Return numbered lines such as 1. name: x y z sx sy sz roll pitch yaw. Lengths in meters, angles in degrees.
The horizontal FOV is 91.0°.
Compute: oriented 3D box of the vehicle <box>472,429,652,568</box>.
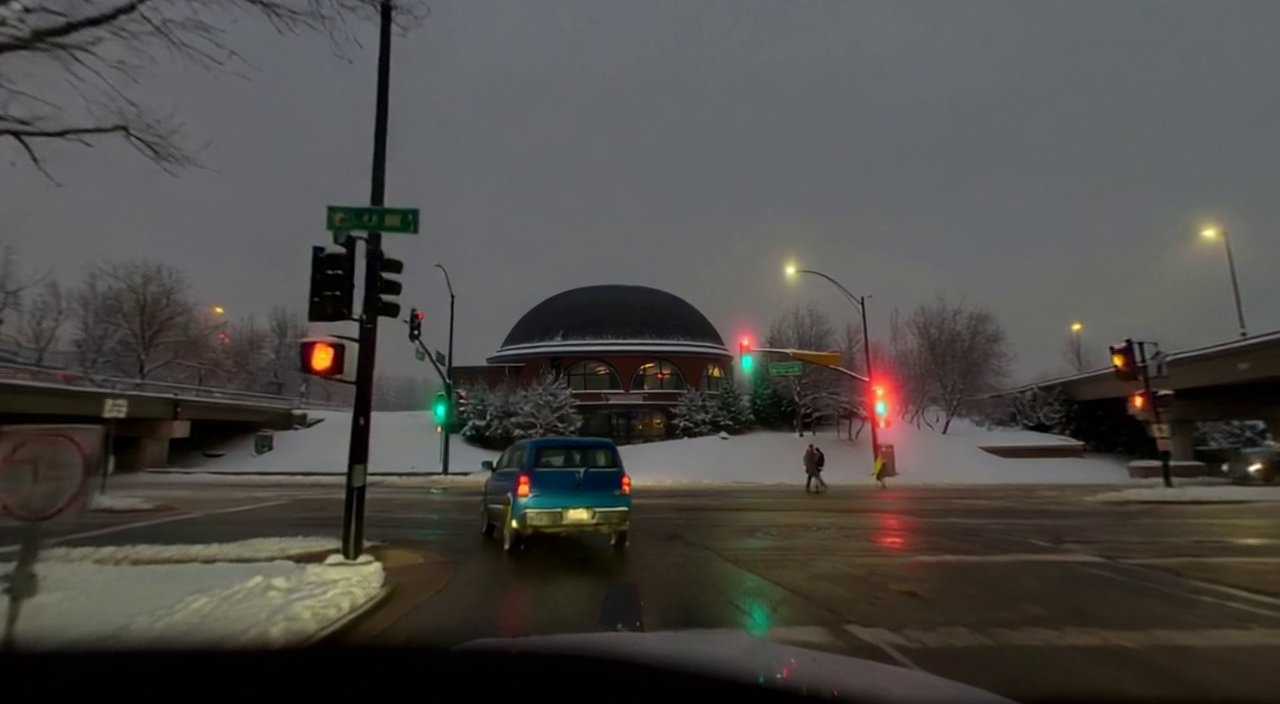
1. vehicle: -1.363 2.023 9.442 1.976 1.584 3.772 3 -9 -17
